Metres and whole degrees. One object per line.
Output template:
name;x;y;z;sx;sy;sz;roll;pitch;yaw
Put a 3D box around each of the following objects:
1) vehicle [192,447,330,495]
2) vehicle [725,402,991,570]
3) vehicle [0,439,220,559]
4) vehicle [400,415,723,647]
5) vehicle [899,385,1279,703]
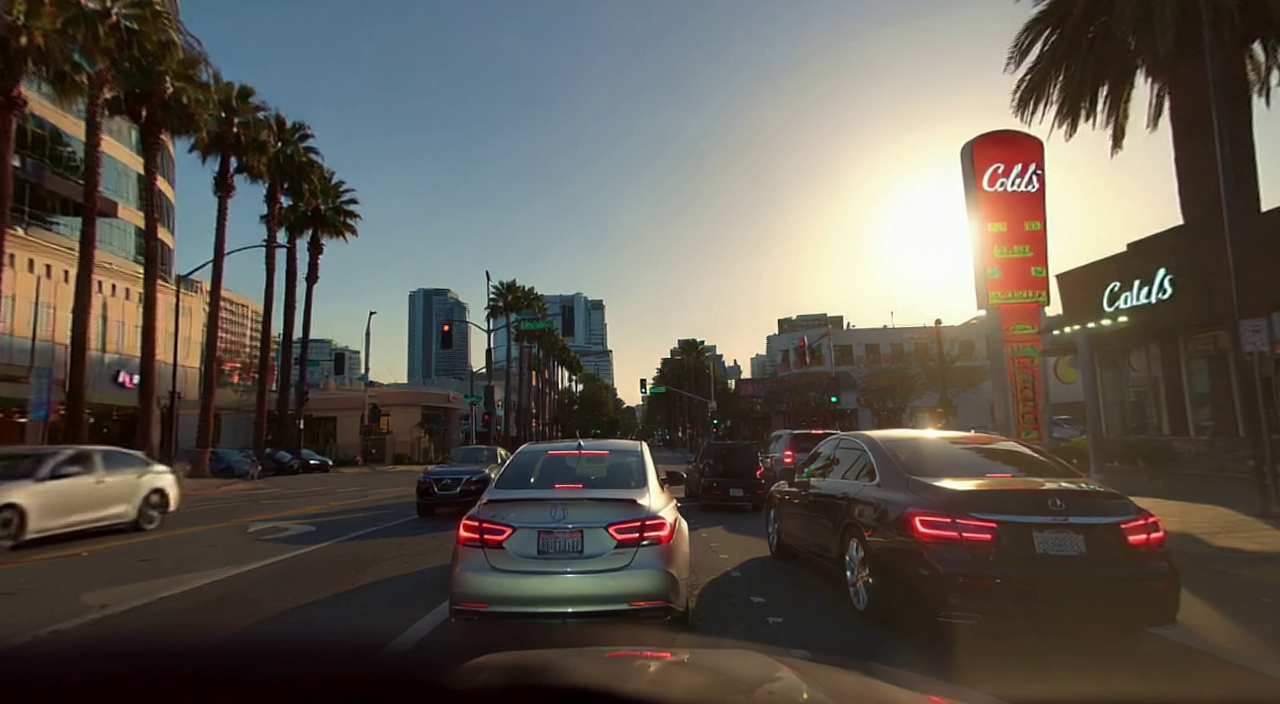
vehicle;-12.861;4.024;21.870;1.856;1.455;4.700;0;-9;1
vehicle;2.645;1.768;9.059;2.096;1.775;4.440;0;-9;-2
vehicle;-8.827;2.077;9.549;1.949;1.442;4.502;0;-9;-2
vehicle;-0.517;1.475;6.225;2.096;1.492;4.071;0;-9;0
vehicle;2.616;0.808;1.462;2.085;1.469;4.458;0;-9;-1
